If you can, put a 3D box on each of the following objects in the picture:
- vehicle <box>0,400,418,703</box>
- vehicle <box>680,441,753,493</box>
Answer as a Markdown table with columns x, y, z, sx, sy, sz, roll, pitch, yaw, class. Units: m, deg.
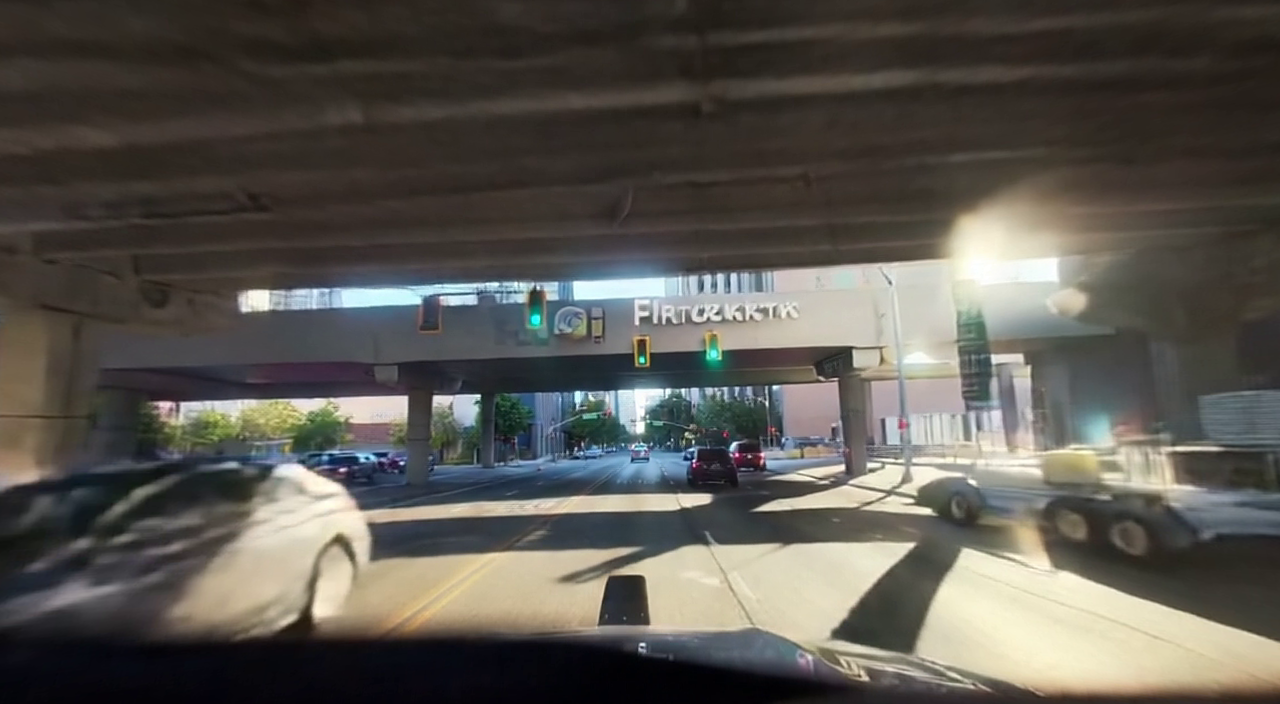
| x | y | z | sx | sy | sz | roll | pitch | yaw | class |
| --- | --- | --- | --- | --- | --- | --- | --- | --- | --- |
| -3.153 | 1.272 | 3.851 | 2.076 | 1.653 | 4.152 | 0 | -9 | 0 | vehicle |
| 2.473 | 3.837 | 21.389 | 1.947 | 1.576 | 3.825 | 0 | -9 | 0 | vehicle |
